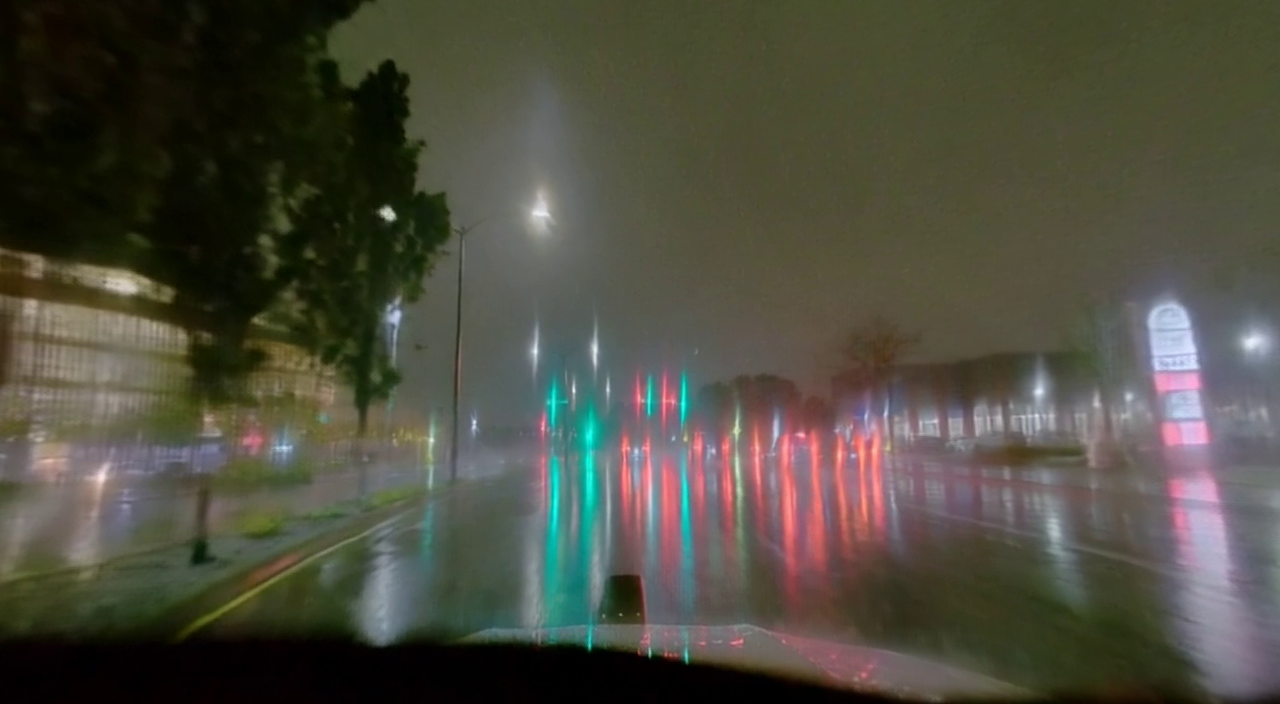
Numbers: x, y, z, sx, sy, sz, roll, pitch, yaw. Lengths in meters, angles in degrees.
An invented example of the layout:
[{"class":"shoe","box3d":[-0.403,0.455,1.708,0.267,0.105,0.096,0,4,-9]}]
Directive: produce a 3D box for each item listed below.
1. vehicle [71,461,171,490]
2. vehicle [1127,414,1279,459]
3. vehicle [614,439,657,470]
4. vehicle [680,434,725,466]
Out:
[{"class":"vehicle","box3d":[-29.936,7.105,36.524,4.033,1.531,1.789,0,-9,-3]},{"class":"vehicle","box3d":[20.438,2.986,22.221,4.813,1.483,2.129,0,-9,0]},{"class":"vehicle","box3d":[-0.266,5.397,33.442,2.110,1.476,4.294,0,-9,-1]},{"class":"vehicle","box3d":[3.440,5.557,35.782,2.100,1.683,4.231,0,-9,0]}]
